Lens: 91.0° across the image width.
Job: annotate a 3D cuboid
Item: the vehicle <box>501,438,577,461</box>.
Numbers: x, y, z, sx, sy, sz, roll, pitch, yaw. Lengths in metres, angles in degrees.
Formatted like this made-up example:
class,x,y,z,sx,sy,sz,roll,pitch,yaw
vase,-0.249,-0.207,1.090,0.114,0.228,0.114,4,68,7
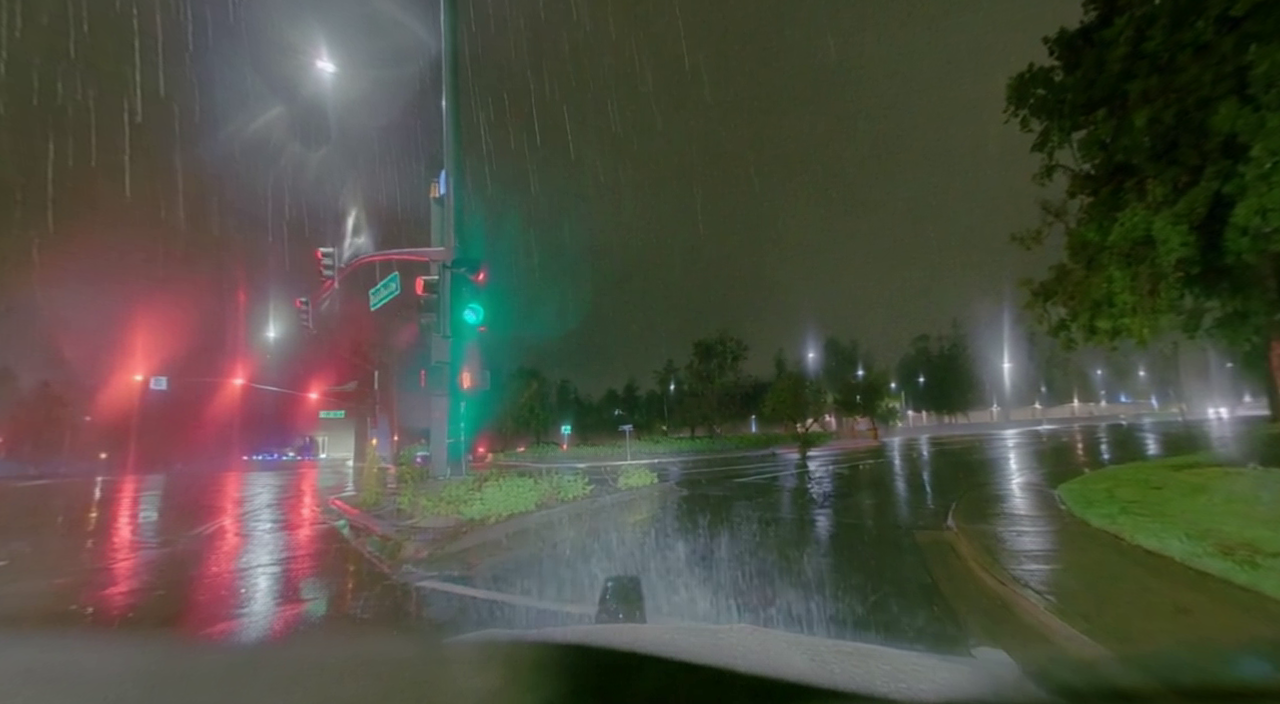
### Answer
class,x,y,z,sx,sy,sz,roll,pitch,yaw
vehicle,-6.552,6.323,40.901,4.527,1.444,1.811,6,-10,-36

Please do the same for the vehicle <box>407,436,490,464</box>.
class,x,y,z,sx,sy,sz,roll,pitch,yaw
vehicle,-12.706,6.502,41.875,4.782,1.776,2.118,6,-10,-35
